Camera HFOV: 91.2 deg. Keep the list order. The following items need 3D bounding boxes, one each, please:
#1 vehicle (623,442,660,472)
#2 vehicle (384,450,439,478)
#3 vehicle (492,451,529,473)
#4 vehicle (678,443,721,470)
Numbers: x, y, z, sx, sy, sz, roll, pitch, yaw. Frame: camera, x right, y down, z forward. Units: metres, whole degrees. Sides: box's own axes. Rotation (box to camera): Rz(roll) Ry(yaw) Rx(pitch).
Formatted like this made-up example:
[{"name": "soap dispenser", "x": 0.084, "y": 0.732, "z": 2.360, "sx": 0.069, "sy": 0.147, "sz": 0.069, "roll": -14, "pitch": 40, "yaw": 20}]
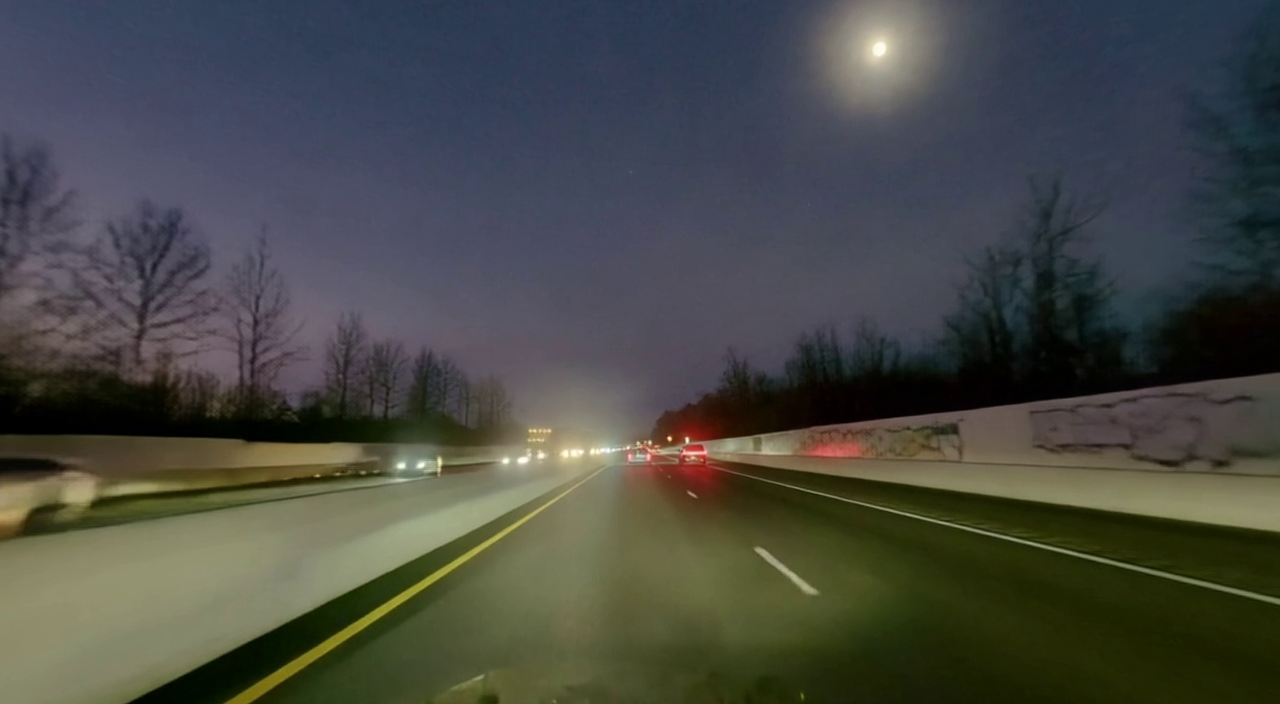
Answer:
[{"name": "vehicle", "x": 0.079, "y": 6.358, "z": 38.160, "sx": 2.095, "sy": 1.671, "sz": 4.219, "roll": 0, "pitch": -9, "yaw": -1}, {"name": "vehicle", "x": -13.951, "y": 6.842, "z": 38.503, "sx": 1.871, "sy": 1.567, "sz": 4.052, "roll": -1, "pitch": -9, "yaw": 0}, {"name": "vehicle", "x": -9.448, "y": 8.017, "z": 45.948, "sx": 1.843, "sy": 1.494, "sz": 4.347, "roll": 0, "pitch": -9, "yaw": -1}, {"name": "vehicle", "x": 3.725, "y": 6.670, "z": 40.125, "sx": 2.303, "sy": 1.614, "sz": 4.154, "roll": -1, "pitch": -9, "yaw": 0}]
